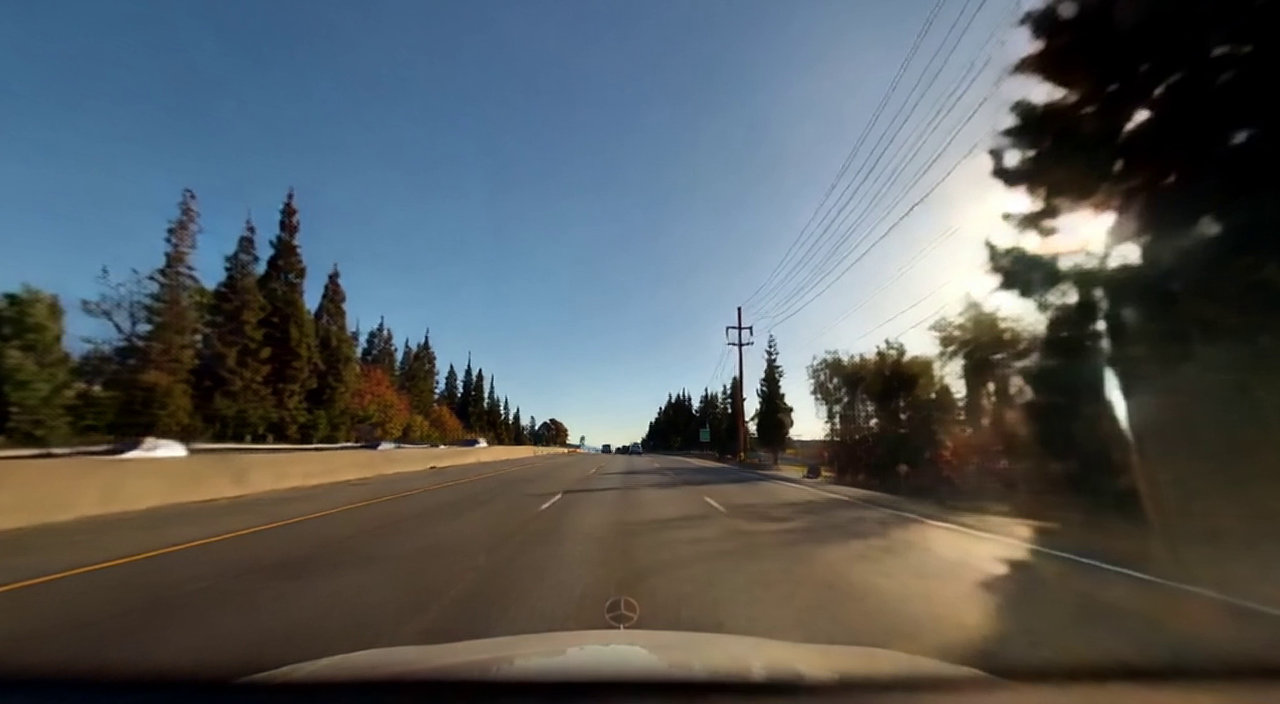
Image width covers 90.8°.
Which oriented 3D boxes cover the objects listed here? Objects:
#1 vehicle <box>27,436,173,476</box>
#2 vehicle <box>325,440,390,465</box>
[{"bbox_3d":[-21.834,4.226,25.850,1.924,1.459,4.597,0,-8,-1],"label":"vehicle"},{"bbox_3d":[-18.128,6.431,40.760,2.080,1.499,4.591,0,-8,0],"label":"vehicle"}]
